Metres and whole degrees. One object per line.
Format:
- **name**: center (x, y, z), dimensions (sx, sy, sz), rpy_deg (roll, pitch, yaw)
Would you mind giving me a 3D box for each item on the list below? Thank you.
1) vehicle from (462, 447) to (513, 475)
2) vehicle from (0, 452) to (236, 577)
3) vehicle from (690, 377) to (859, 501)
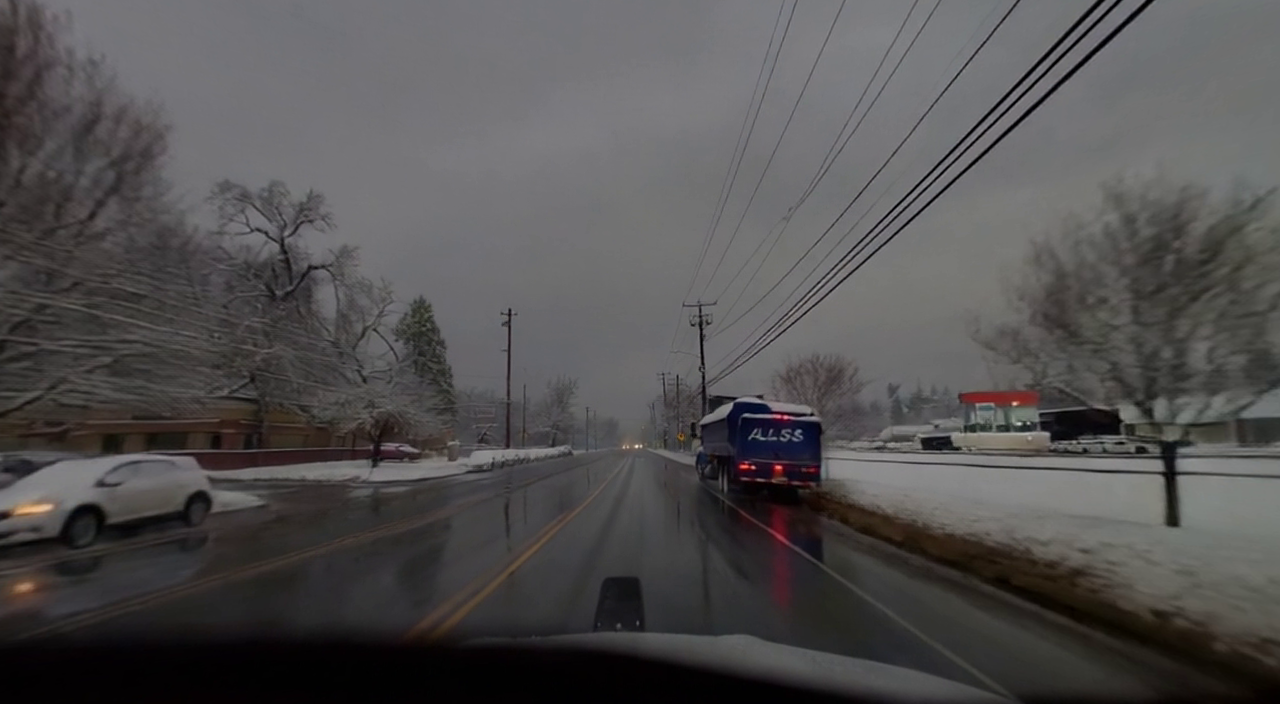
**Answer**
- **vehicle**: center (-8.682, 6.246, 36.396), dimensions (1.939, 1.480, 4.632), rpy_deg (0, -9, -3)
- **vehicle**: center (-8.966, 2.391, 10.094), dimensions (1.864, 1.529, 4.677), rpy_deg (0, -9, 1)
- **vehicle**: center (3.759, 2.871, 20.652), dimensions (3.168, 3.106, 9.350), rpy_deg (0, -8, -2)
